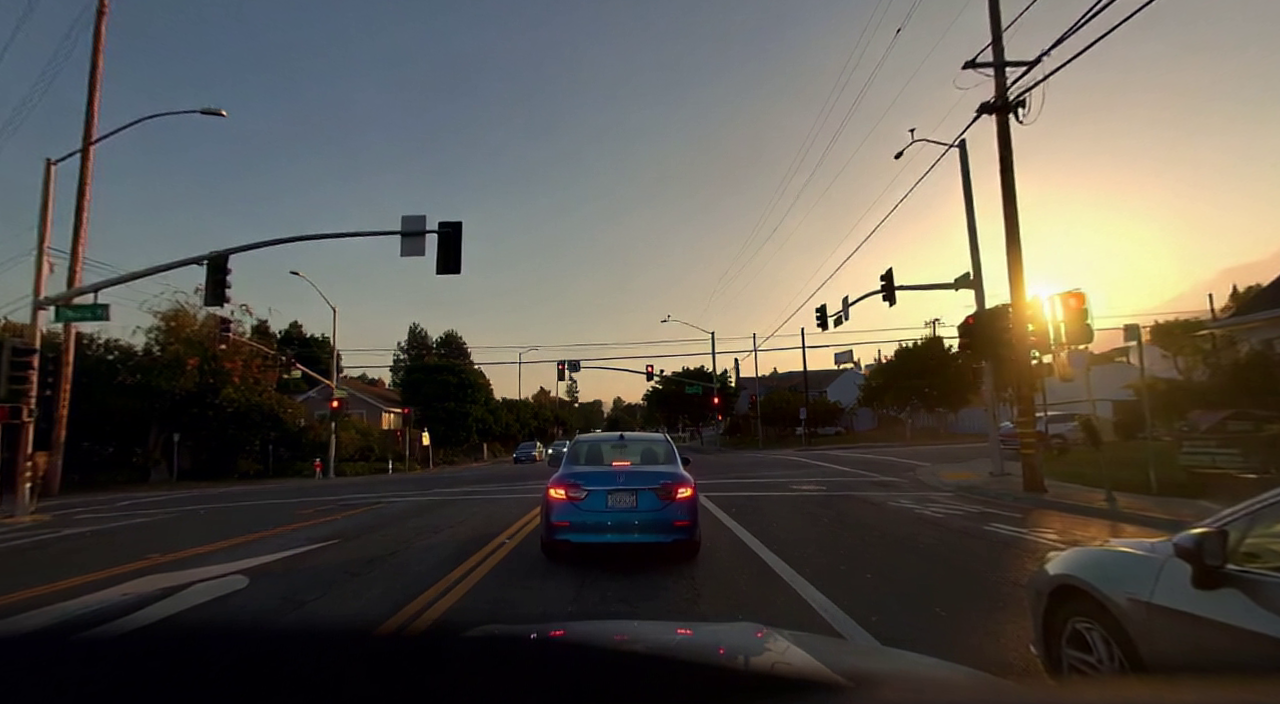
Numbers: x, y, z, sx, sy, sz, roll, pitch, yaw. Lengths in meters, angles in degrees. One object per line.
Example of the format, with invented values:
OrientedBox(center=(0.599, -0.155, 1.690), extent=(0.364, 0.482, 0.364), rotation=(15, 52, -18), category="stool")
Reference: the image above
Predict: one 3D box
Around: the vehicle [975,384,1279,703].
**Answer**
OrientedBox(center=(2.927, 0.835, 1.834), extent=(1.860, 1.494, 3.707), rotation=(0, -8, 0), category="vehicle")

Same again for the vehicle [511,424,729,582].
OrientedBox(center=(-0.224, 1.750, 8.173), extent=(2.061, 1.485, 4.196), rotation=(0, -8, -1), category="vehicle")
